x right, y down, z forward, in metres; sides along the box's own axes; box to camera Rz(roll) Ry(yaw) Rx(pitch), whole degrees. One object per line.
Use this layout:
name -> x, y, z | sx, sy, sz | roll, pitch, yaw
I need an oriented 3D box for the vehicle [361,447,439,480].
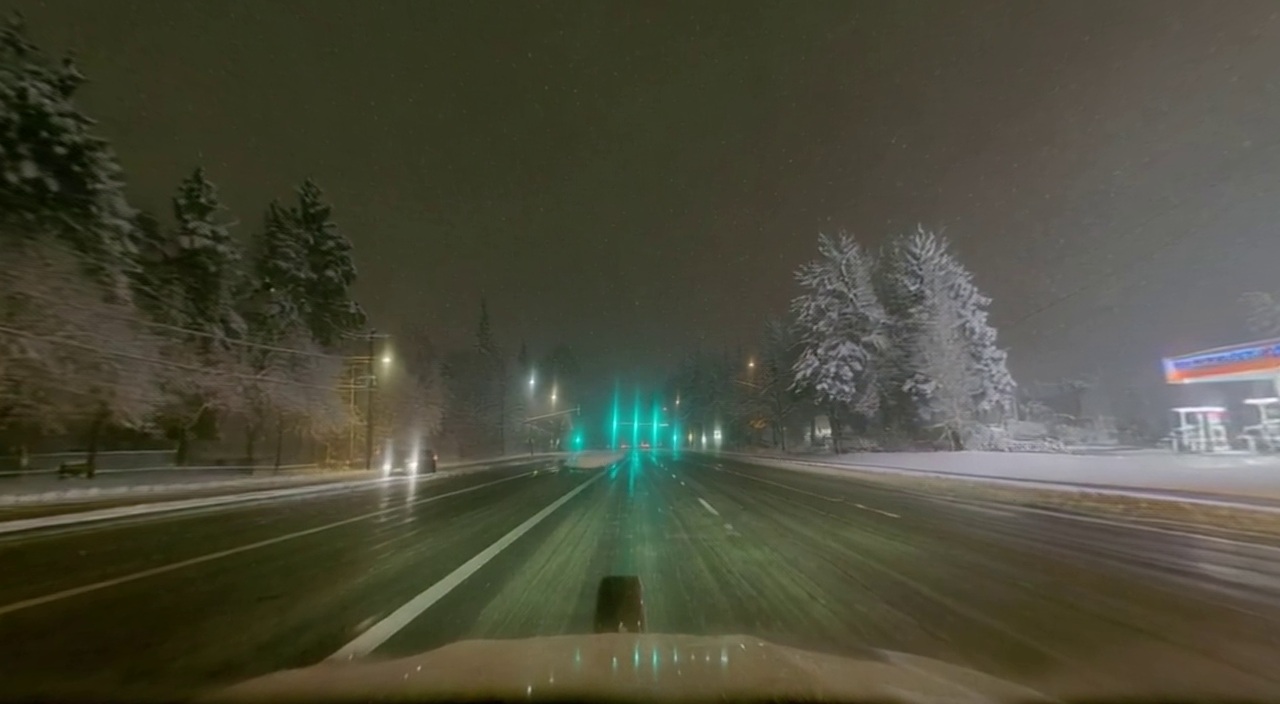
vehicle -> -11.740, 5.436, 31.233 | 1.972, 1.466, 4.683 | 0, -8, 1
